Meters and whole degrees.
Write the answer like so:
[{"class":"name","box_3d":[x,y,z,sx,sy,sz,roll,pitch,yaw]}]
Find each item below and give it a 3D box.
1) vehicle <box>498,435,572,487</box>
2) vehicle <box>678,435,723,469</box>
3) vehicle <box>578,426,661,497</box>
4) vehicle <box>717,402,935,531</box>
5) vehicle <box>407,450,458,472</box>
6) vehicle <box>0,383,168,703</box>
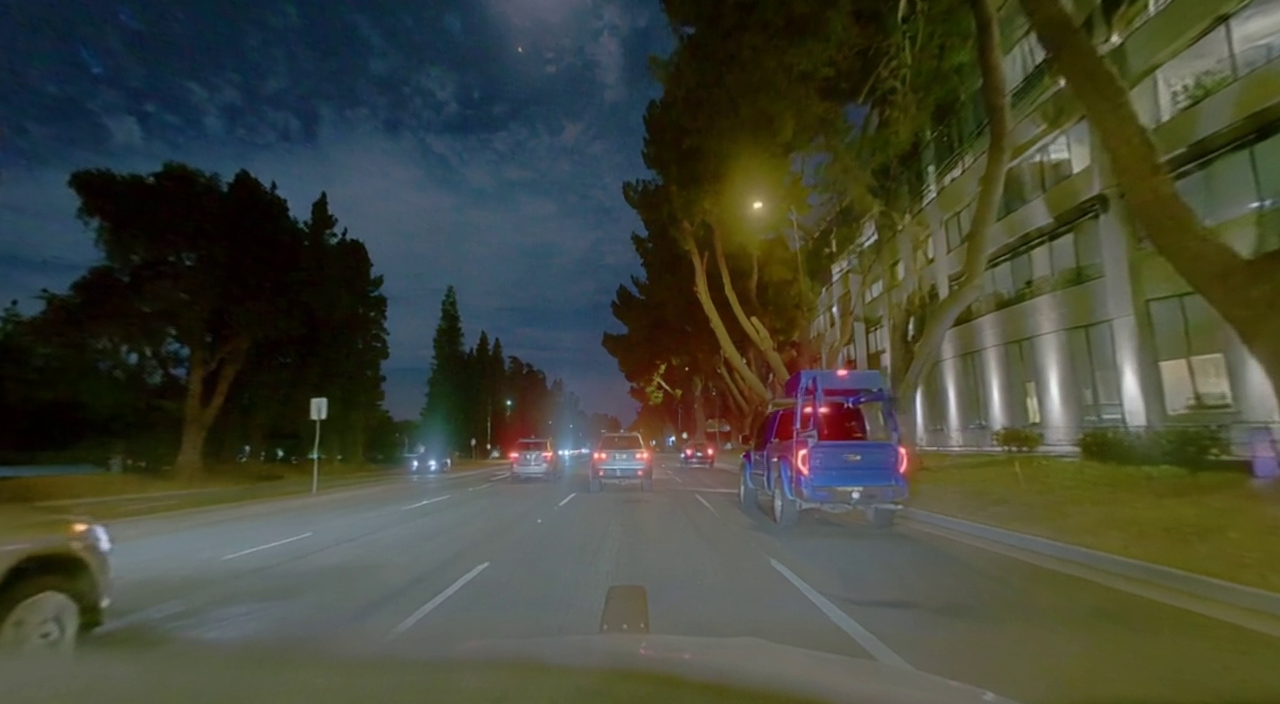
[{"class":"vehicle","box_3d":[-3.611,3.806,22.316,1.894,1.642,3.861,0,-8,1]},{"class":"vehicle","box_3d":[3.582,6.046,38.226,2.183,1.948,4.633,0,-8,-2]},{"class":"vehicle","box_3d":[-0.473,3.055,17.896,2.075,1.770,4.018,0,-8,1]},{"class":"vehicle","box_3d":[3.347,2.278,13.193,2.655,2.054,6.098,0,-8,0]},{"class":"vehicle","box_3d":[-14.805,7.762,45.232,2.001,1.441,4.488,0,-8,1]},{"class":"vehicle","box_3d":[-3.971,0.755,1.558,1.959,1.614,4.676,0,-8,0]}]
